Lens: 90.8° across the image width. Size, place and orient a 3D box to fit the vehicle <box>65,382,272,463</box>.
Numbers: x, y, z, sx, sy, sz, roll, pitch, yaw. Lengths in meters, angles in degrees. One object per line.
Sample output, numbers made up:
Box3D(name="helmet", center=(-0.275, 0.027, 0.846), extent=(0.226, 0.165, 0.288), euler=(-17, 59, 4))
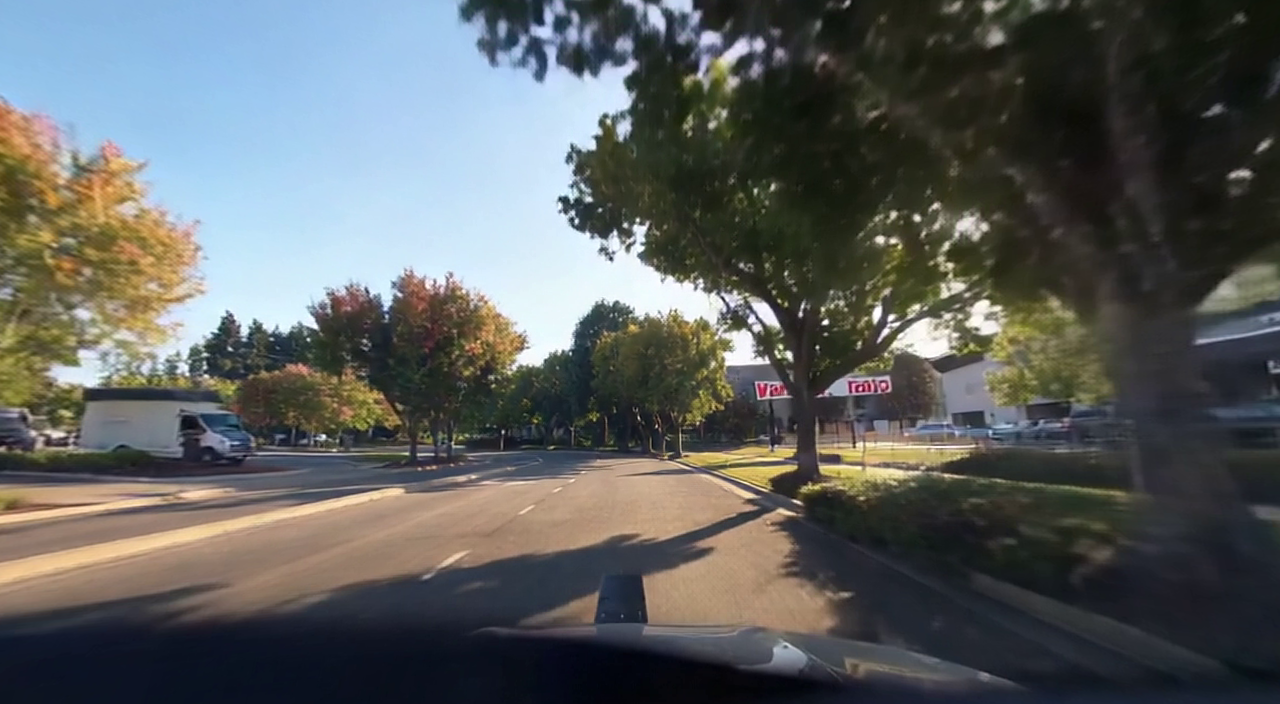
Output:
Box3D(name="vehicle", center=(-19.840, 3.012, 26.894), extent=(6.595, 3.267, 2.535), euler=(0, -8, 0))
